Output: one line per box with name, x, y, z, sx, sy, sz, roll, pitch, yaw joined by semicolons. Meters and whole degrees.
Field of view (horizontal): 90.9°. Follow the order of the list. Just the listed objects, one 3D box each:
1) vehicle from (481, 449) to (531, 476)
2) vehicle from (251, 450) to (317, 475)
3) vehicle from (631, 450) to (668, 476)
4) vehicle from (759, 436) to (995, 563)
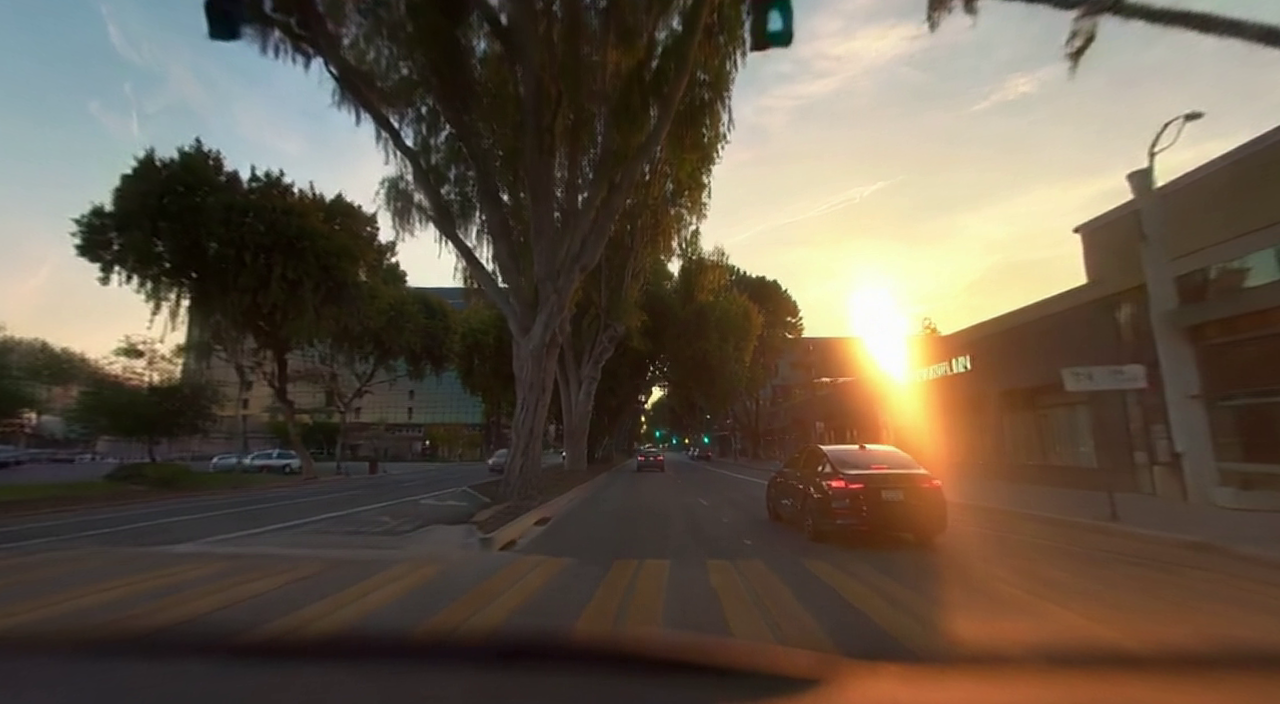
vehicle;-7.963;6.592;37.932;1.958;1.487;4.451;0;-9;1
vehicle;-26.447;8.209;47.014;1.913;1.678;5.017;0;-8;1
vehicle;0.532;6.135;35.026;1.945;1.343;3.827;0;-9;0
vehicle;3.238;2.082;9.653;1.989;1.498;4.050;0;-9;-1
